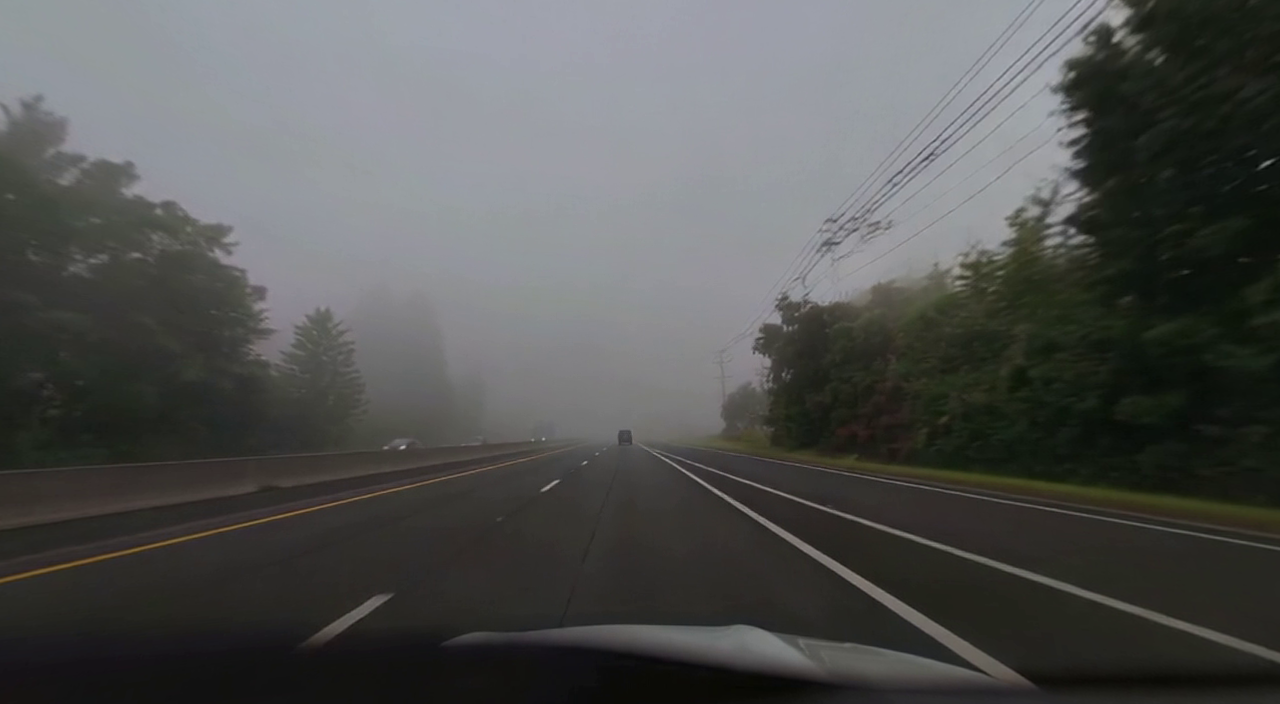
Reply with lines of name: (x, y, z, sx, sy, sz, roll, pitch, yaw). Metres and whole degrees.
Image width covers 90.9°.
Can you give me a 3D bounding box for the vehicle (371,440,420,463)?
vehicle: (-17.517, 7.133, 45.318, 1.700, 1.517, 4.679, 0, -8, -1)
